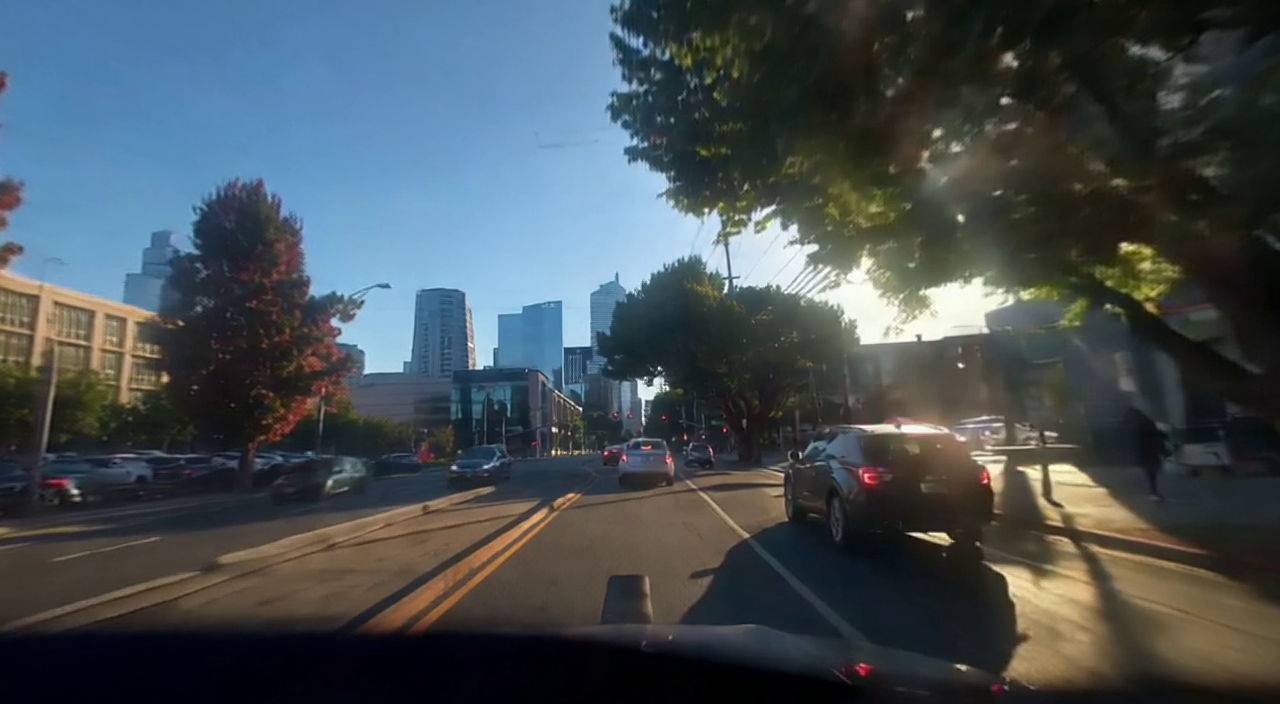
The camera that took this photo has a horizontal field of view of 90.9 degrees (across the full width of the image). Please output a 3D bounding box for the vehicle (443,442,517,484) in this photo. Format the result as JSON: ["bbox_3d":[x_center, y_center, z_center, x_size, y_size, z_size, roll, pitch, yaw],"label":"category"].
[{"bbox_3d":[-6.762,4.717,27.211,2.008,1.638,4.552,0,-8,0],"label":"vehicle"}]

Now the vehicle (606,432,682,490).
[{"bbox_3d":[0.114,3.496,20.498,2.200,1.653,4.127,0,-8,0],"label":"vehicle"}]

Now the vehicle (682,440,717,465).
[{"bbox_3d":[3.819,6.521,40.978,1.880,1.503,4.130,0,-9,0],"label":"vehicle"}]

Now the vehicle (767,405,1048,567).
[{"bbox_3d":[3.340,1.778,9.093,2.024,1.711,4.512,0,-8,0],"label":"vehicle"}]

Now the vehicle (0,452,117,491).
[{"bbox_3d":[-22.865,4.485,23.904,4.046,1.394,2.134,0,-9,-2],"label":"vehicle"}]

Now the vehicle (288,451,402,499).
[{"bbox_3d":[-10.527,4.396,22.925,1.967,1.494,4.483,0,-9,0],"label":"vehicle"}]
